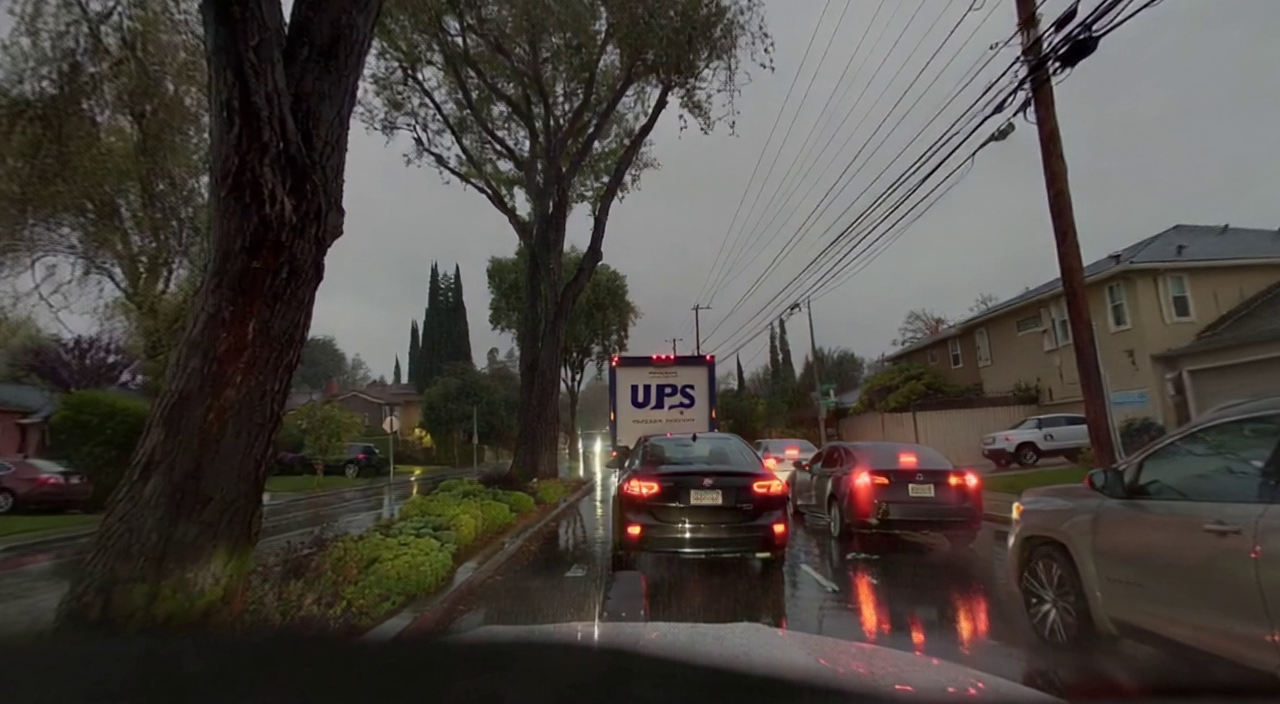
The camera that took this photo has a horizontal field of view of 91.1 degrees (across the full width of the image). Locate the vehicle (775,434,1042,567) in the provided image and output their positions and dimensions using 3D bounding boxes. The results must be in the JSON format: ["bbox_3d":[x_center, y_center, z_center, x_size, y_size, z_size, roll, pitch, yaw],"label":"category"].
[{"bbox_3d":[3.505,2.006,9.349,1.993,1.479,4.487,0,-8,0],"label":"vehicle"}]

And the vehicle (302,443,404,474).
[{"bbox_3d":[-17.428,6.467,38.305,5.274,1.793,1.921,0,-8,3],"label":"vehicle"}]

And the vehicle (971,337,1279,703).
[{"bbox_3d":[3.318,0.769,1.926,2.069,1.722,4.888,0,-8,2],"label":"vehicle"}]

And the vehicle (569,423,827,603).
[{"bbox_3d":[0.479,1.680,7.534,2.158,1.499,4.377,0,-8,0],"label":"vehicle"}]

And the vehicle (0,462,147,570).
[{"bbox_3d":[-10.348,2.485,9.478,1.925,1.482,4.753,0,-8,0],"label":"vehicle"}]
